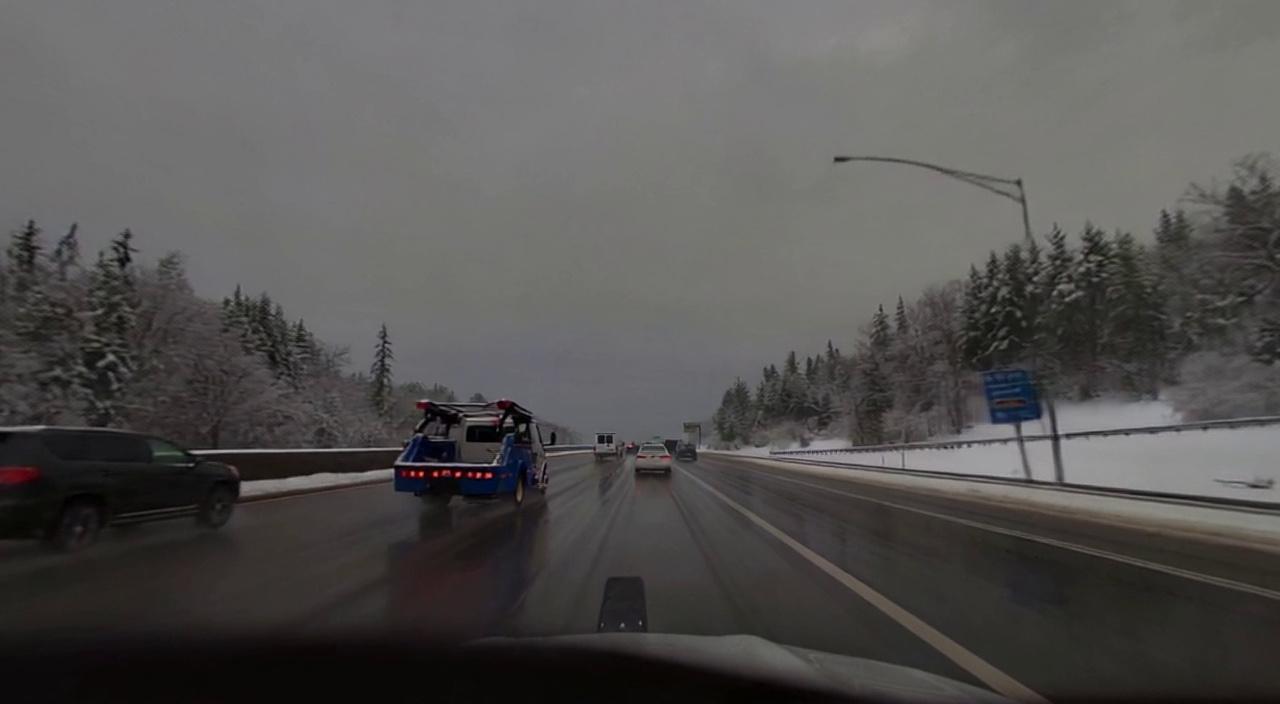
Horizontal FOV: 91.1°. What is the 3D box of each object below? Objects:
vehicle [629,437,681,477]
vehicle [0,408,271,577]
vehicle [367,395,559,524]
[{"bbox_3d":[0.661,4.775,28.812,2.165,1.653,4.456,0,-8,1],"label":"vehicle"},{"bbox_3d":[-6.911,1.564,7.552,1.926,1.561,4.868,0,-8,1],"label":"vehicle"},{"bbox_3d":[-3.238,2.151,13.031,2.292,2.070,5.532,0,-8,1],"label":"vehicle"}]
